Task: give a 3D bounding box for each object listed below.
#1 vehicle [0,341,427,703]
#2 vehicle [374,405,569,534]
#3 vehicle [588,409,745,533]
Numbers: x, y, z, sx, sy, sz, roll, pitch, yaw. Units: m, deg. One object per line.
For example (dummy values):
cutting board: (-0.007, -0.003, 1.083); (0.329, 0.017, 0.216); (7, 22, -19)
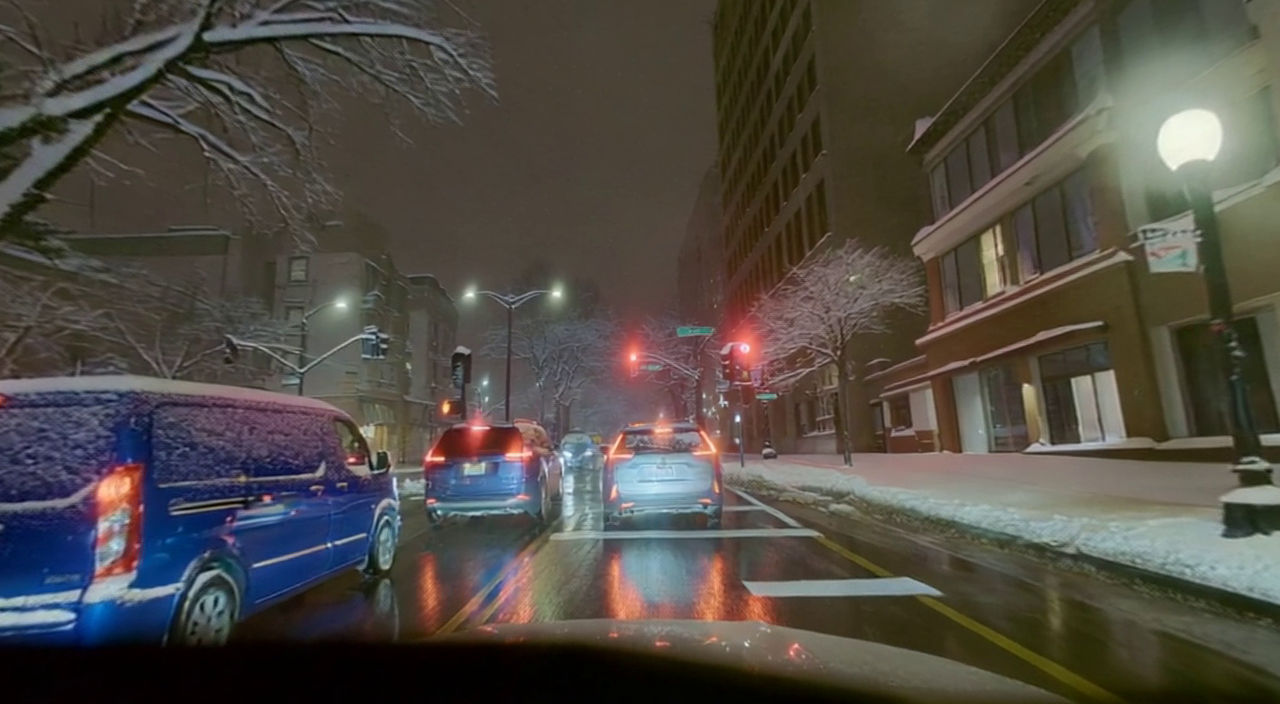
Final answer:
vehicle: (-3.159, 1.088, 4.484); (1.940, 1.722, 3.823); (0, -8, 0)
vehicle: (-2.633, 1.997, 11.224); (2.124, 1.799, 4.587); (0, -8, 1)
vehicle: (0.389, 1.960, 10.883); (2.205, 1.727, 3.917); (0, -8, 1)
